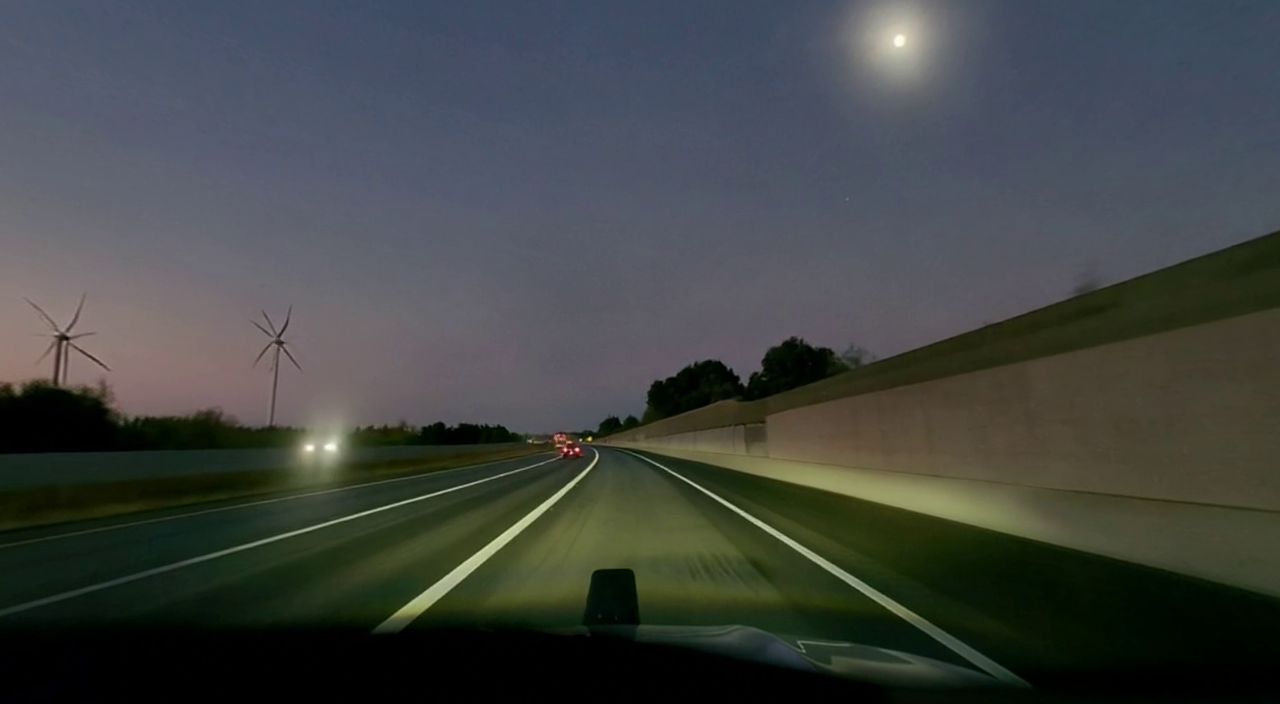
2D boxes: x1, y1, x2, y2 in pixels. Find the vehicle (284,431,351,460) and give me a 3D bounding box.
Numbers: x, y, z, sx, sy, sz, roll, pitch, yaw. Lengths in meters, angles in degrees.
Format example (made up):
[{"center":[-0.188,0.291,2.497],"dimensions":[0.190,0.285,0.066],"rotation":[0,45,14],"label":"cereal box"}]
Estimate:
[{"center":[-20.702,5.994,40.647],"dimensions":[2.018,1.727,4.712],"rotation":[0,-8,-3],"label":"vehicle"}]
